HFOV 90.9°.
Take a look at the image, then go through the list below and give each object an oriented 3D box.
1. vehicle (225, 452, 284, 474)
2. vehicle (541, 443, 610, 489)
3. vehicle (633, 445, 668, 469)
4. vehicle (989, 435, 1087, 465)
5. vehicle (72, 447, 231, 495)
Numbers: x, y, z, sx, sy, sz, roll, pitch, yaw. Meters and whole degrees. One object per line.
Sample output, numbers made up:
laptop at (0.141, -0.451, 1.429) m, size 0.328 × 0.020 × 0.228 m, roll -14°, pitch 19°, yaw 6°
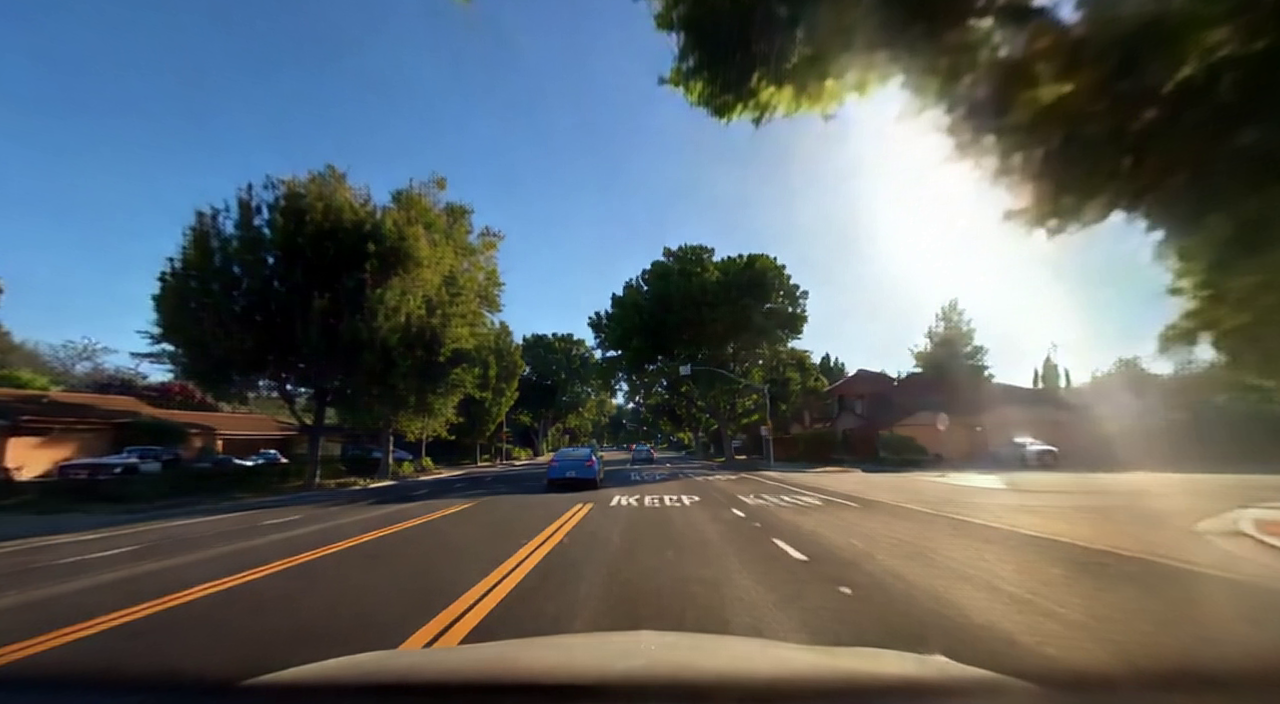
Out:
vehicle at (-28.463, 8.177, 46.703) m, size 1.961 × 1.470 × 3.811 m, roll 1°, pitch -8°, yaw 0°
vehicle at (-2.231, 4.111, 23.187) m, size 2.158 × 1.469 × 4.909 m, roll 0°, pitch -9°, yaw -2°
vehicle at (0.659, 6.877, 41.511) m, size 2.226 × 1.505 × 4.128 m, roll 0°, pitch -9°, yaw 0°
vehicle at (22.828, 5.626, 36.245) m, size 4.318 × 1.601 × 1.975 m, roll 0°, pitch -9°, yaw -3°
vehicle at (-22.463, 5.466, 29.428) m, size 2.173 × 1.849 × 5.752 m, roll -5°, pitch -9°, yaw 11°
